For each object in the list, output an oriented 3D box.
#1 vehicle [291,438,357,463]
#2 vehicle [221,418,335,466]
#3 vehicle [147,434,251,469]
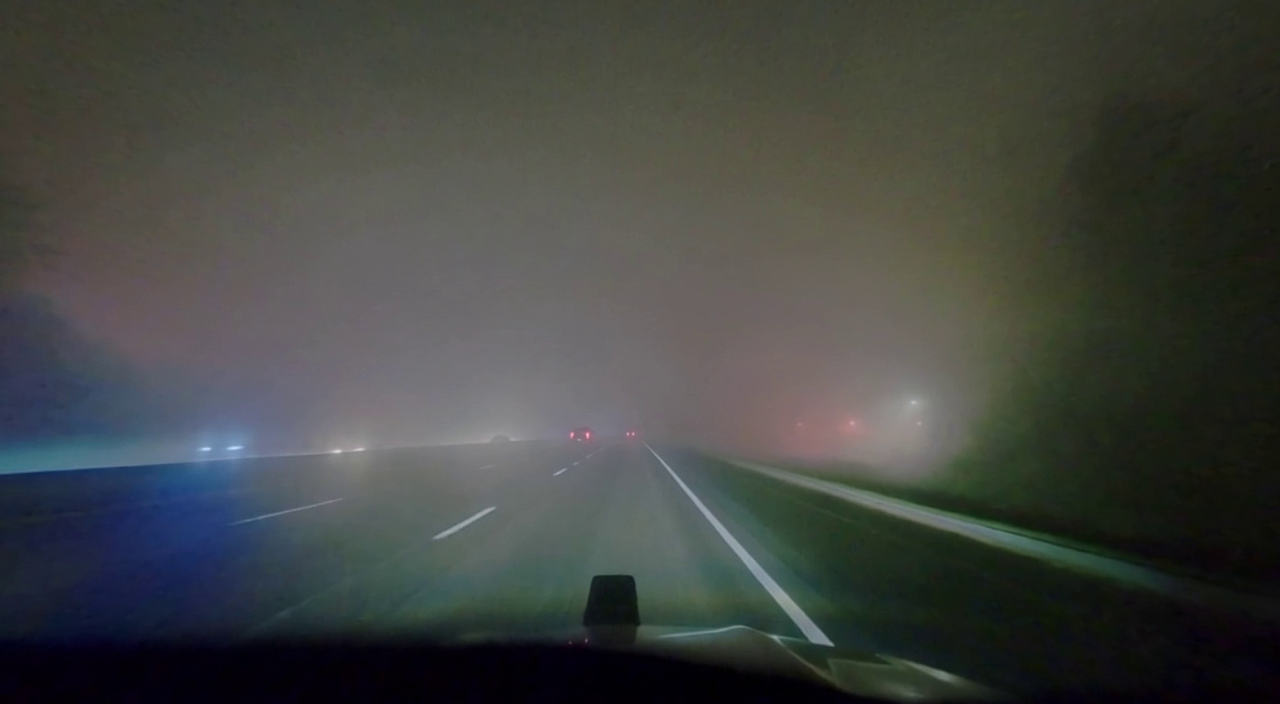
[{"bbox_3d":[-20.346,6.321,40.698,1.885,1.493,4.479,0,-8,0],"label":"vehicle"},{"bbox_3d":[-24.728,6.236,43.631,2.801,2.969,8.618,0,-8,-1],"label":"vehicle"},{"bbox_3d":[-24.554,5.520,35.315,2.084,1.814,5.135,0,-8,0],"label":"vehicle"}]
